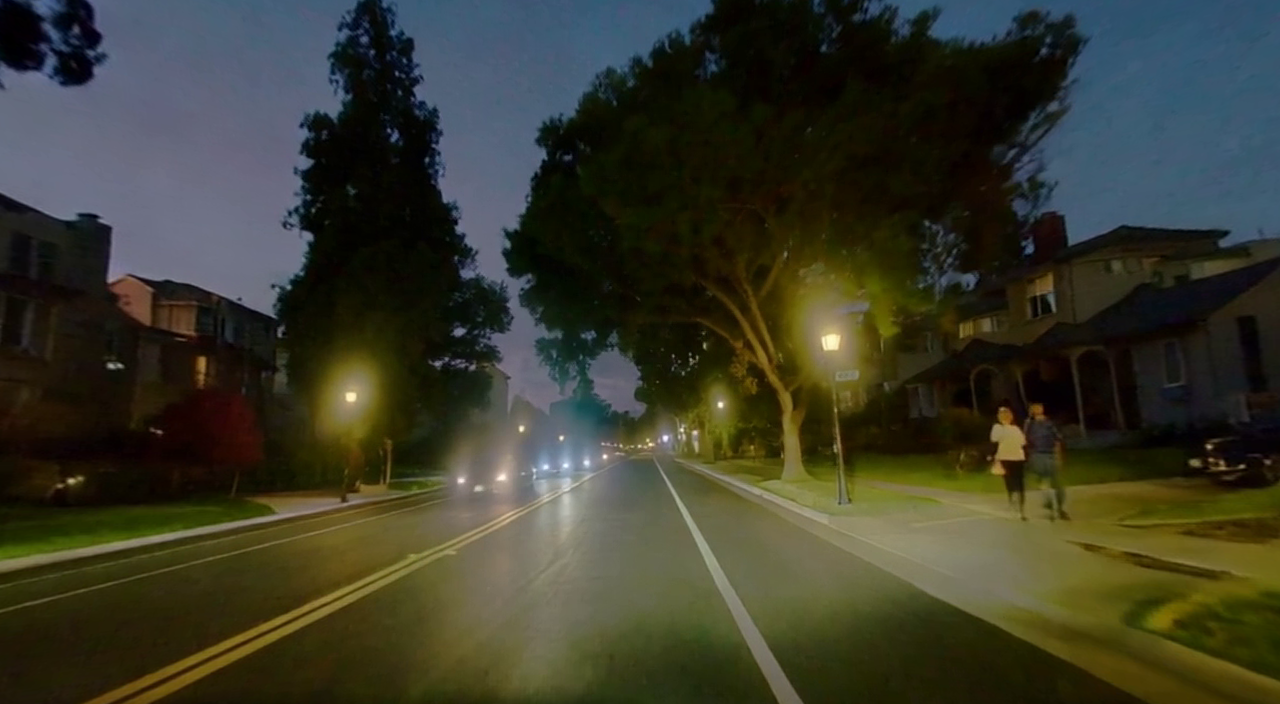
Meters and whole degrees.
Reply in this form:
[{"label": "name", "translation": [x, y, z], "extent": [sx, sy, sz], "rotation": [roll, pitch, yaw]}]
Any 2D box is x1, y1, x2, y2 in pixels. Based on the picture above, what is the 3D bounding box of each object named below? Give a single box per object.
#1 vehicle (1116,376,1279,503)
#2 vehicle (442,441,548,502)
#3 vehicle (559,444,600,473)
[{"label": "vehicle", "translation": [11.354, 1.491, 10.770], "extent": [4.665, 1.944, 2.092], "rotation": [0, -8, -1]}, {"label": "vehicle", "translation": [-4.452, 3.722, 20.229], "extent": [2.167, 1.691, 4.755], "rotation": [0, -8, 1]}, {"label": "vehicle", "translation": [-3.869, 6.888, 41.099], "extent": [2.041, 1.780, 4.618], "rotation": [0, -8, 1]}]
